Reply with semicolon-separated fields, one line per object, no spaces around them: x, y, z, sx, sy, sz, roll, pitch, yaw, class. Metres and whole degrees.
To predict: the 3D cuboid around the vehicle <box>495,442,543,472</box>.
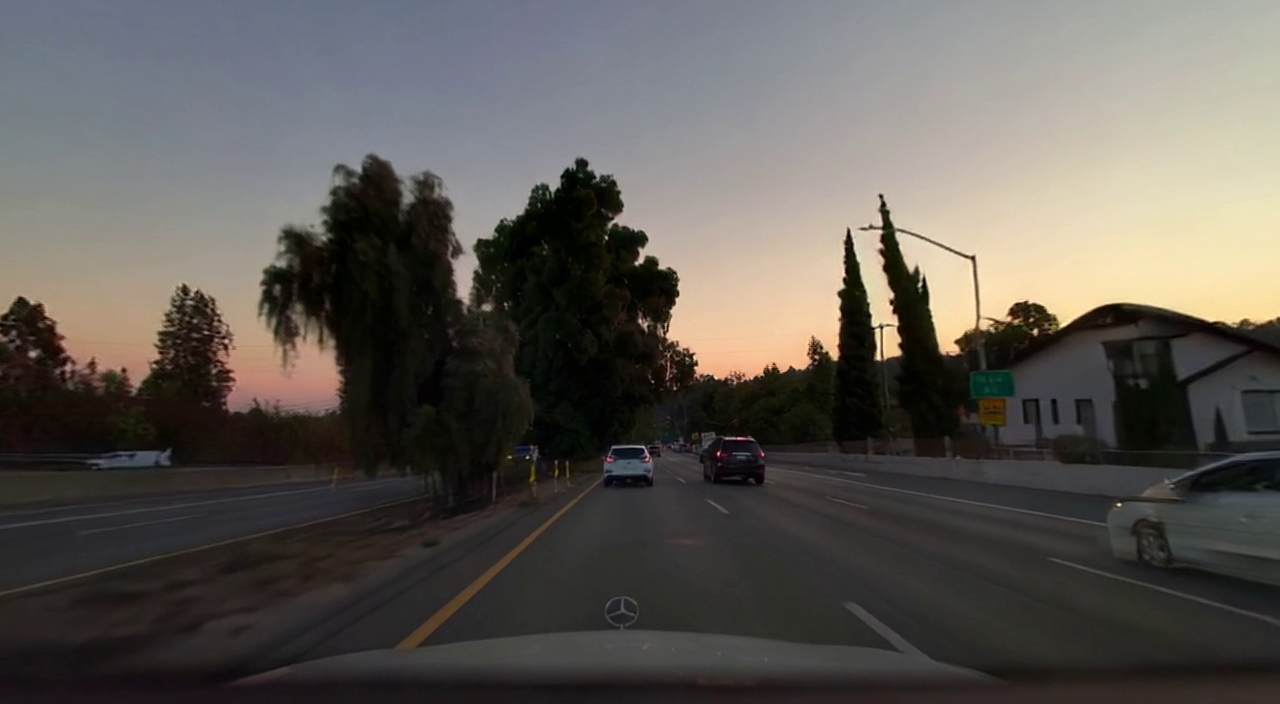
-7.259;6.318;38.283;1.939;1.661;4.295;0;-9;1;vehicle

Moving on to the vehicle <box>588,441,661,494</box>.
-0.433;3.511;19.528;2.040;1.451;3.736;0;-9;0;vehicle

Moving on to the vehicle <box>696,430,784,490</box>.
3.298;3.677;21.854;2.186;1.842;4.553;0;-9;-2;vehicle

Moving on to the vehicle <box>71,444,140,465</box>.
-37.560;7.223;44.420;3.305;1.411;1.561;0;-9;-2;vehicle
